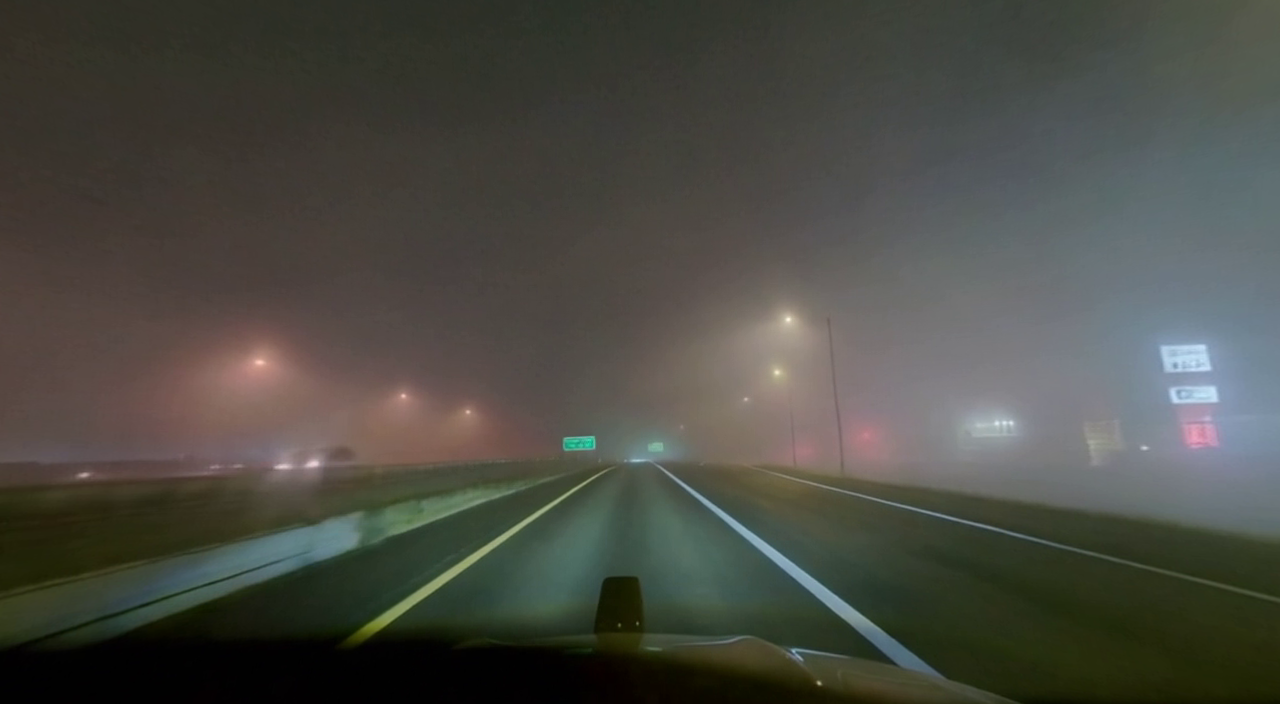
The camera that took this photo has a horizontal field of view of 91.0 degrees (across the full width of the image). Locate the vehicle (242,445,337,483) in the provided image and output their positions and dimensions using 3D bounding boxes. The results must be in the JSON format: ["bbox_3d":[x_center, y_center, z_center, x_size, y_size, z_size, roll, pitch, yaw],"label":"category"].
[{"bbox_3d":[-17.161,5.497,31.164,1.966,1.707,4.727,0,-9,0],"label":"vehicle"}]
